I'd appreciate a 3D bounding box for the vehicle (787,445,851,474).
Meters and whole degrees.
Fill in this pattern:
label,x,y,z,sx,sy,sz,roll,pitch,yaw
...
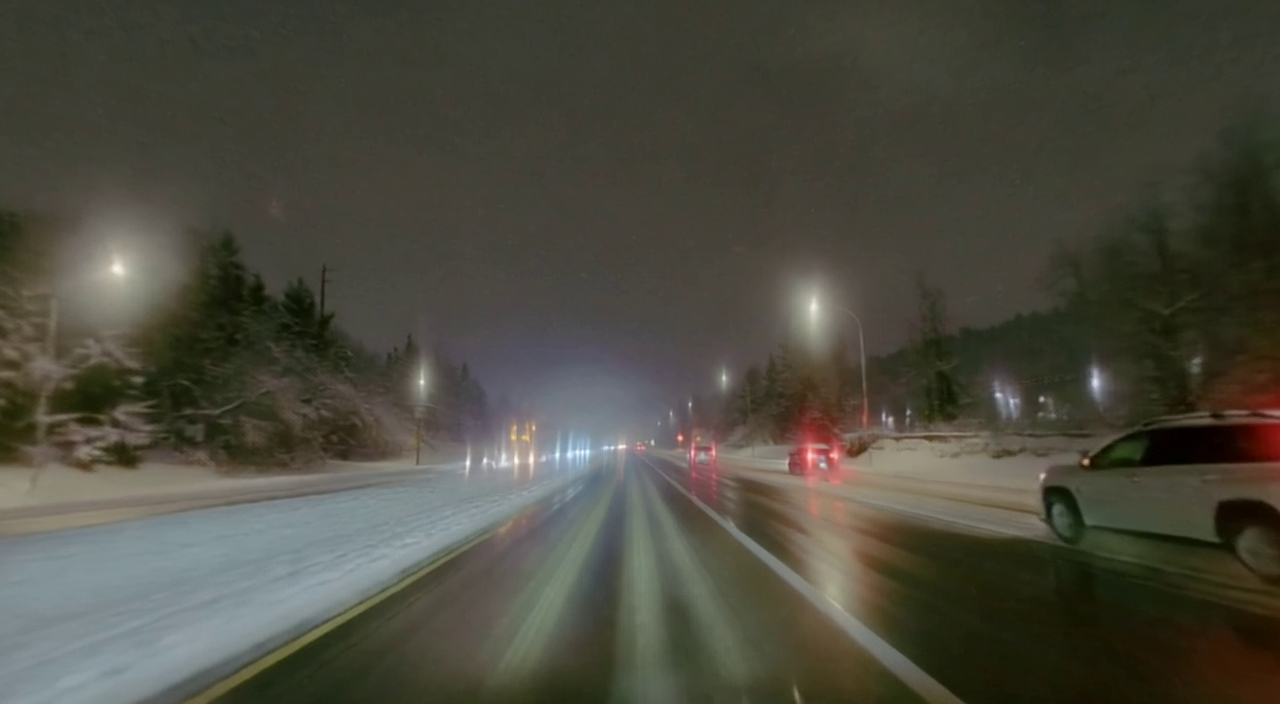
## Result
label,x,y,z,sx,sy,sz,roll,pitch,yaw
vehicle,10.107,6.102,36.030,1.987,1.502,5.130,0,-9,-2

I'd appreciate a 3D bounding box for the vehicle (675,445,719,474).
label,x,y,z,sx,sy,sz,roll,pitch,yaw
vehicle,3.214,6.162,36.446,2.018,1.600,4.121,0,-9,-2

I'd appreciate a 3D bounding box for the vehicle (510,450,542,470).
label,x,y,z,sx,sy,sz,roll,pitch,yaw
vehicle,-8.938,8.450,49.677,1.798,1.465,3.431,0,-9,1

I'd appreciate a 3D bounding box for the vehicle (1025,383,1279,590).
label,x,y,z,sx,sy,sz,roll,pitch,yaw
vehicle,6.935,1.369,6.701,2.244,1.858,5.414,0,-9,0
